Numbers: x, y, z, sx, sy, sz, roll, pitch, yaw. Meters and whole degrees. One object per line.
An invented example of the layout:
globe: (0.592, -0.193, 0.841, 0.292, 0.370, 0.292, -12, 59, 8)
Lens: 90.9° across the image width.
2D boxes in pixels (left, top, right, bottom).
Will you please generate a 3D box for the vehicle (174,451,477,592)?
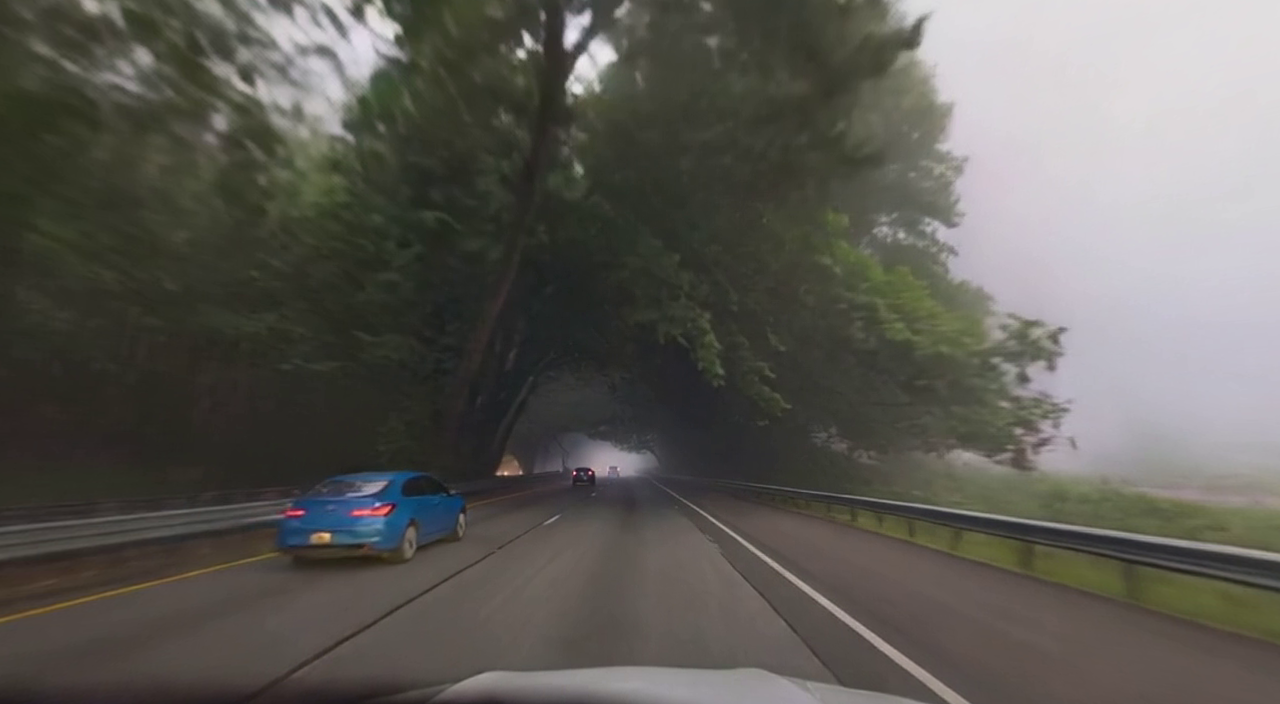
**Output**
vehicle: (-4.001, 2.251, 9.114, 1.995, 1.467, 4.467, 0, -10, 1)

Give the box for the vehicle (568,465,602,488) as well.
vehicle: (-3.729, 8.577, 43.498, 1.954, 1.509, 4.094, 1, -10, 0)
